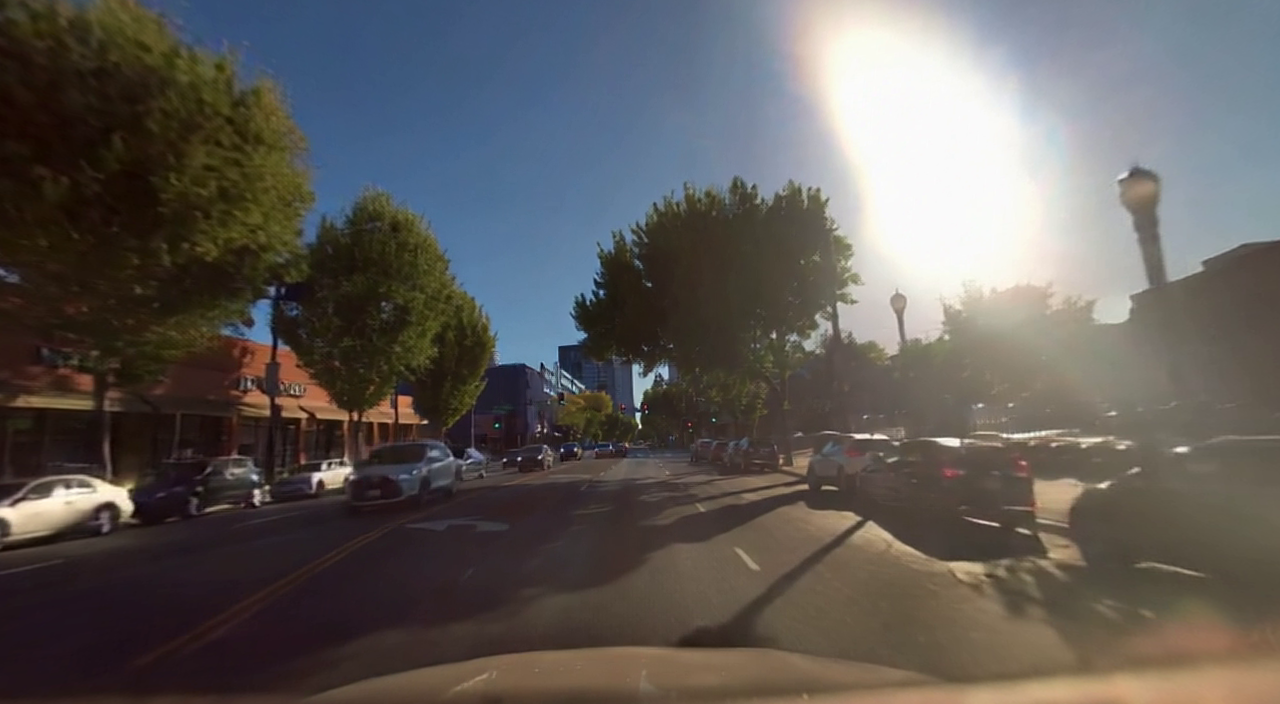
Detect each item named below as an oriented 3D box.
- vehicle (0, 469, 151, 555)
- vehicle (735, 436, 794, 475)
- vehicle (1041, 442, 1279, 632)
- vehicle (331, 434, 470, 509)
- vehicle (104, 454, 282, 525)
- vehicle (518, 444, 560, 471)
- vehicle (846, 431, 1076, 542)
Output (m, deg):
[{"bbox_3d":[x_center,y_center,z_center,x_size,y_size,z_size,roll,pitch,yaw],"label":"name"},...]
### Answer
[{"bbox_3d":[-12.501,3.162,12.602,1.868,1.418,4.415,-2,-9,1],"label":"vehicle"},{"bbox_3d":[6.036,5.078,31.142,2.047,1.720,4.353,0,-9,0],"label":"vehicle"},{"bbox_3d":[5.844,1.500,5.376,1.787,1.463,4.506,0,-9,-2],"label":"vehicle"},{"bbox_3d":[-6.362,3.210,17.467,2.095,1.759,4.413,-1,-9,0],"label":"vehicle"},{"bbox_3d":[-12.009,3.660,17.395,1.834,1.643,4.110,-1,-9,1],"label":"vehicle"},{"bbox_3d":[-6.232,6.566,39.502,1.898,1.532,4.337,-1,-9,0],"label":"vehicle"},{"bbox_3d":[5.564,2.358,11.773,1.899,1.642,4.463,0,-9,0],"label":"vehicle"}]
